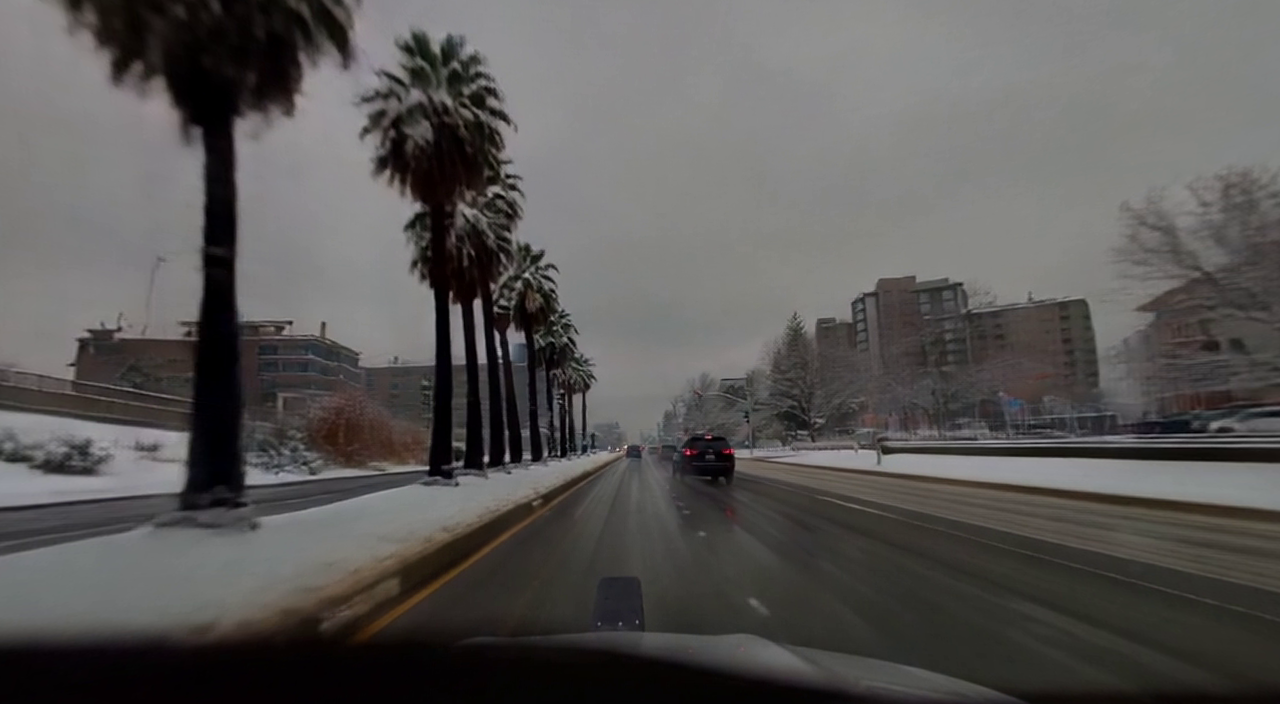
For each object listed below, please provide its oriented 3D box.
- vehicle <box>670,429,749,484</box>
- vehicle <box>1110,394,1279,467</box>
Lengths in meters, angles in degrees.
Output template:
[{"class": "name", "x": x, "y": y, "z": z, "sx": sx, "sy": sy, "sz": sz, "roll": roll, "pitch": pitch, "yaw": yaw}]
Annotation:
[{"class": "vehicle", "x": 2.708, "y": 4.302, "z": 26.221, "sx": 2.559, "sy": 2.017, "sz": 5.562, "roll": 0, "pitch": -9, "yaw": 0}, {"class": "vehicle", "x": 19.306, "y": 2.590, "z": 20.426, "sx": 2.305, "sy": 2.084, "sz": 6.115, "roll": 1, "pitch": -10, "yaw": -21}]
